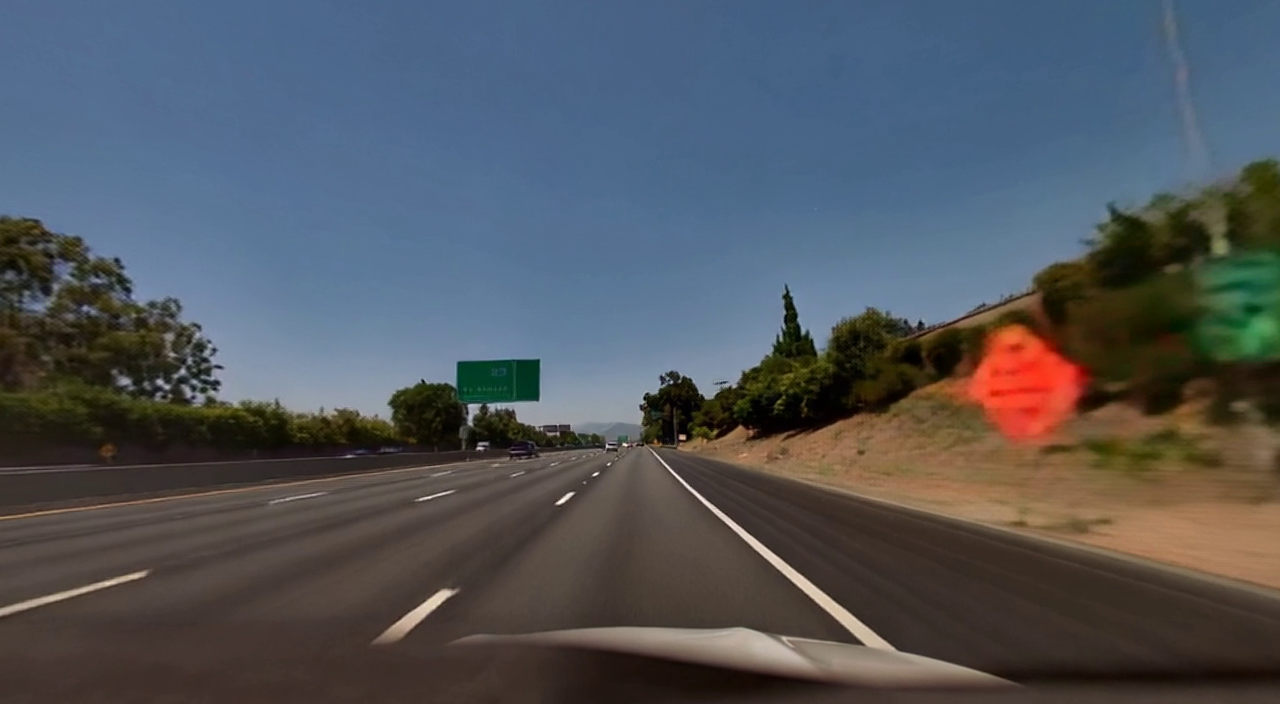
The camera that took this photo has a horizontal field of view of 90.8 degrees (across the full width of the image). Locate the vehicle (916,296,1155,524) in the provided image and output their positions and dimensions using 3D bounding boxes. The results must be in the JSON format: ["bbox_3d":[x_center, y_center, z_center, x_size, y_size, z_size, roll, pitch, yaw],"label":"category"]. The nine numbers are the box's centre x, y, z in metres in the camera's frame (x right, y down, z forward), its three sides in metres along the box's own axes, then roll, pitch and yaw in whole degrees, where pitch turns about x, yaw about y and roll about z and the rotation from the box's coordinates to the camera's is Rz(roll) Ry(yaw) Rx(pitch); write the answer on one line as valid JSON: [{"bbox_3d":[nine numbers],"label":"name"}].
[{"bbox_3d":[6.738,1.057,11.223,2.397,3.584,2.509,0,-8,2],"label":"vehicle"}]
